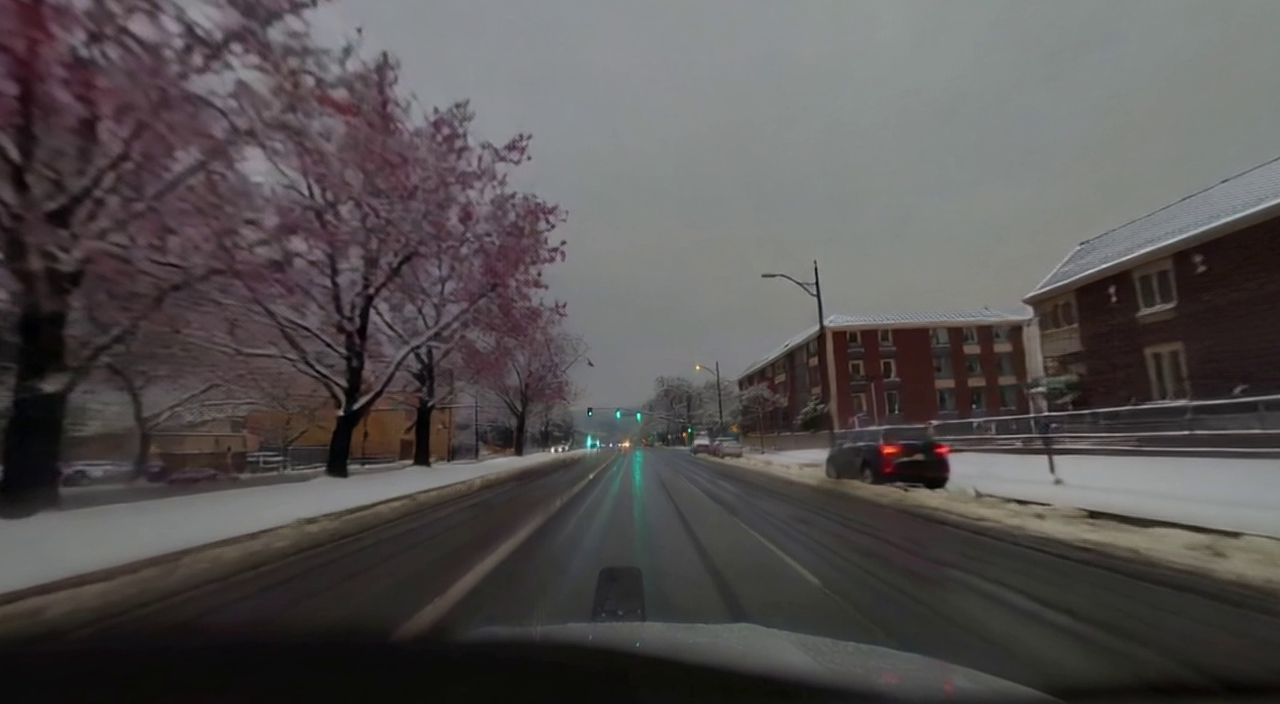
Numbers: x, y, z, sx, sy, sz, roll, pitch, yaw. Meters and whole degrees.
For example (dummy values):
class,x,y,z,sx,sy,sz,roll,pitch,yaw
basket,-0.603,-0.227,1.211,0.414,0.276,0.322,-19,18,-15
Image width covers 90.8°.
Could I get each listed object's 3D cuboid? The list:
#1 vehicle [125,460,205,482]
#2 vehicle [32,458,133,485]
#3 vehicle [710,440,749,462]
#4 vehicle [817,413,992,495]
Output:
class,x,y,z,sx,sy,sz,roll,pitch,yaw
vehicle,-33.991,8.521,45.341,4.077,1.429,1.997,2,-9,-17
vehicle,-34.225,7.333,38.866,4.207,1.473,1.821,1,-9,-11
vehicle,6.466,7.221,46.225,1.891,1.456,4.909,0,-8,-3
vehicle,6.921,2.766,17.411,2.450,1.892,5.107,0,-8,-2
